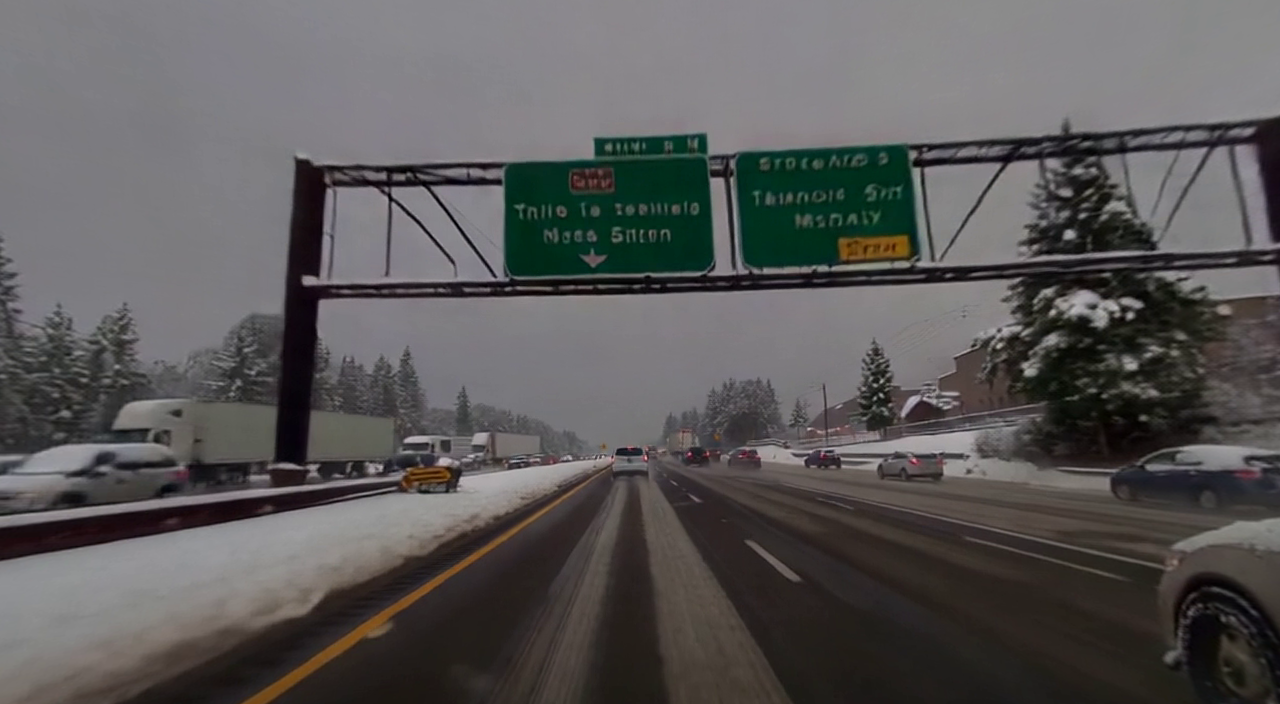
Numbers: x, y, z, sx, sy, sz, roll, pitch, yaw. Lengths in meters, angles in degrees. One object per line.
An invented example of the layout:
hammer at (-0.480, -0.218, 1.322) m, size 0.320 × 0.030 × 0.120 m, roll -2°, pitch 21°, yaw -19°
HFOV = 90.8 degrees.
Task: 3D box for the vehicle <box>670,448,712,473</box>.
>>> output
vehicle at (3.124, 6.744, 39.471) m, size 2.115 × 1.481 × 3.968 m, roll 0°, pitch -9°, yaw -2°

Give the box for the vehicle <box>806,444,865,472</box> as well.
vehicle at (11.102, 6.038, 36.229) m, size 1.901 × 1.485 × 4.483 m, roll 0°, pitch -9°, yaw -1°

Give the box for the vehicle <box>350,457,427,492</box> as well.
vehicle at (-11.933, 5.829, 30.289) m, size 1.888 × 1.455 × 4.410 m, roll 0°, pitch -9°, yaw 0°

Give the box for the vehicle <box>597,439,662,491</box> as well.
vehicle at (-0.407, 4.307, 24.444) m, size 2.298 × 1.809 × 4.359 m, roll 0°, pitch -9°, yaw -1°

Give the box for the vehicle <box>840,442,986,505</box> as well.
vehicle at (7.114, 3.183, 17.036) m, size 1.958 × 1.473 × 4.201 m, roll 0°, pitch -9°, yaw -1°

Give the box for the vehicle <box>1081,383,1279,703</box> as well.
vehicle at (3.377, 0.757, 1.451) m, size 1.967 × 1.547 × 3.777 m, roll 0°, pitch -9°, yaw 0°

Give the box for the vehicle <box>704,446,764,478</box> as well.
vehicle at (4.605, 5.472, 31.586) m, size 1.934 × 1.461 × 4.368 m, roll 1°, pitch -9°, yaw -6°

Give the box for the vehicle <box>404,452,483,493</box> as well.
vehicle at (-8.057, 4.944, 26.286) m, size 1.931 × 1.541 × 4.018 m, roll 0°, pitch -9°, yaw 1°

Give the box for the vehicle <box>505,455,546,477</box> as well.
vehicle at (-8.251, 8.288, 46.069) m, size 2.086 × 1.477 × 4.438 m, roll 0°, pitch -9°, yaw 1°

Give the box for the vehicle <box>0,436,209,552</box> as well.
vehicle at (-11.504, 2.706, 12.835) m, size 2.113 × 1.873 × 4.741 m, roll 0°, pitch -9°, yaw 0°

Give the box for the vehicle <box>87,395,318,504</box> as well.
vehicle at (-18.337, 4.267, 27.800) m, size 3.068 × 3.921 × 9.552 m, roll 0°, pitch -9°, yaw 1°
